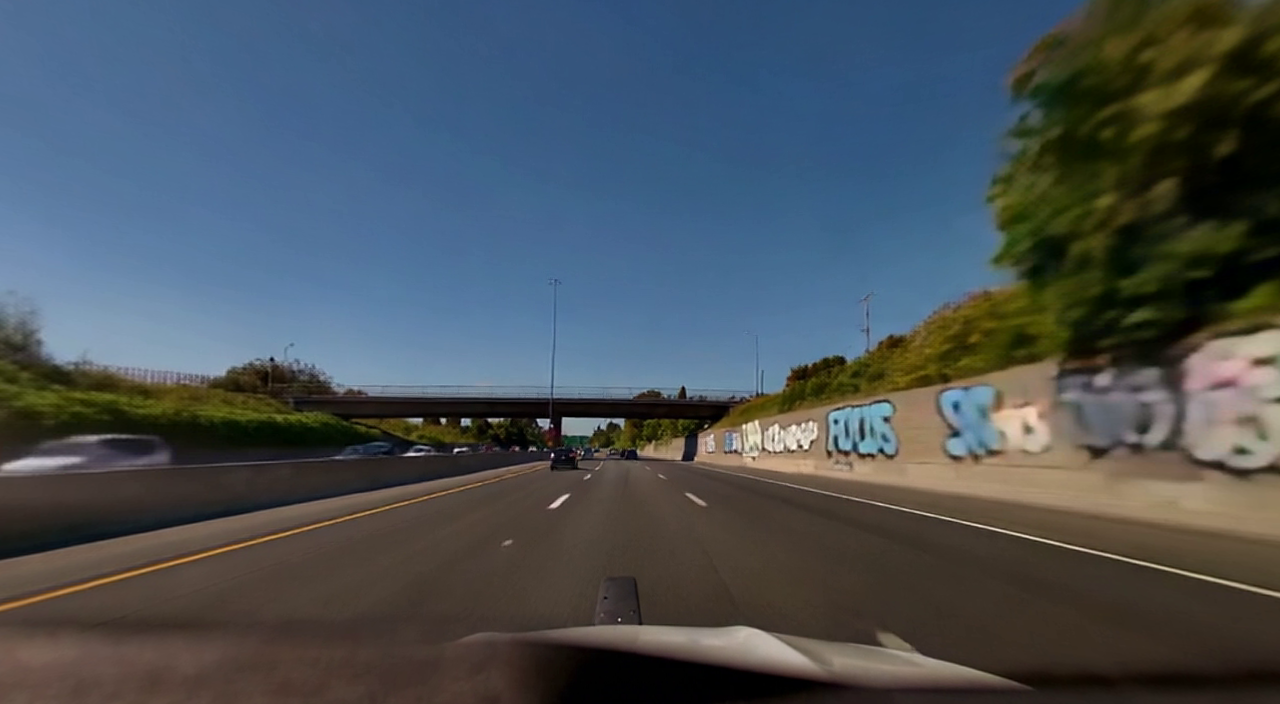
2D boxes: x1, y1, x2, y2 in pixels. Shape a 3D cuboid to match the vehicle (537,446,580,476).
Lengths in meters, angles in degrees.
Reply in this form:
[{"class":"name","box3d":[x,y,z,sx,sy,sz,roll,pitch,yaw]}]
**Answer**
[{"class":"vehicle","box3d":[-4.323,5.838,33.853,1.871,1.459,3.771,0,-9,-2]}]
